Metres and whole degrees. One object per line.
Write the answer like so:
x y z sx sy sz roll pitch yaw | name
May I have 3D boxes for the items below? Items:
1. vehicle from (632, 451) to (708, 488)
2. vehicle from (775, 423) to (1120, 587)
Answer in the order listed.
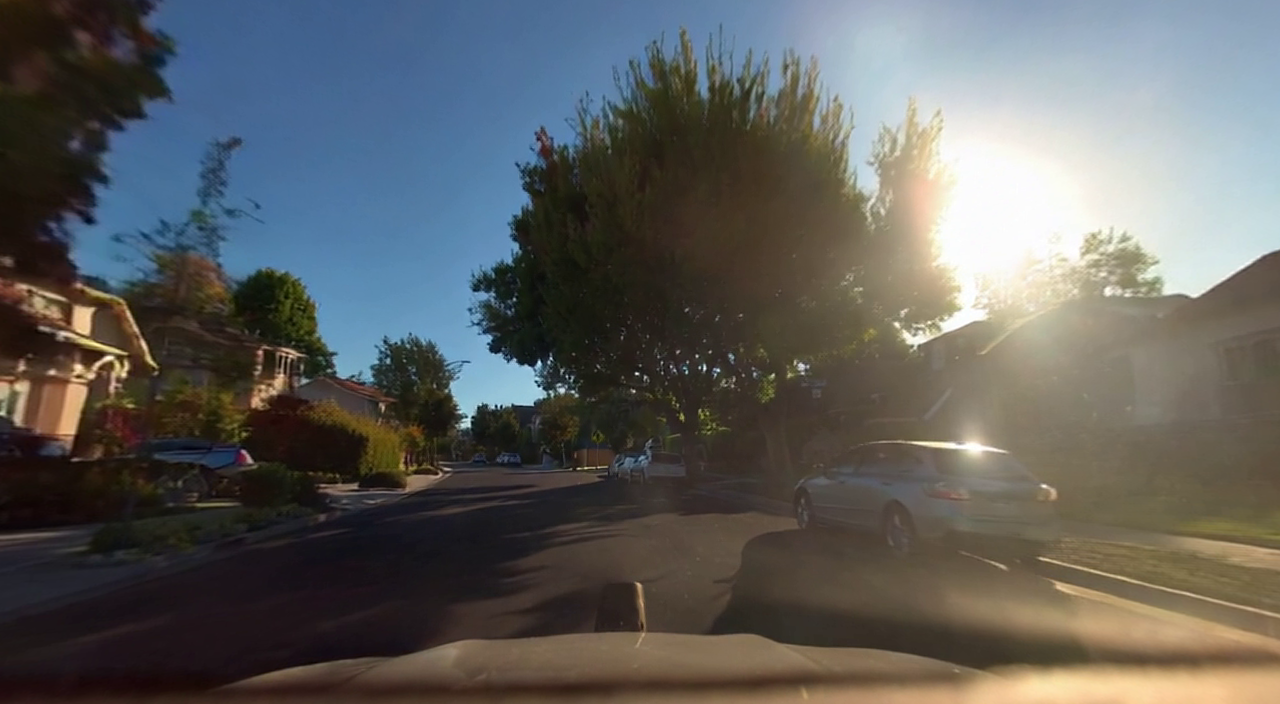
1.275 5.332 29.085 2.193 1.504 4.576 2 -9 -15 | vehicle
4.026 2.066 9.593 2.111 1.771 4.942 1 -9 -10 | vehicle
